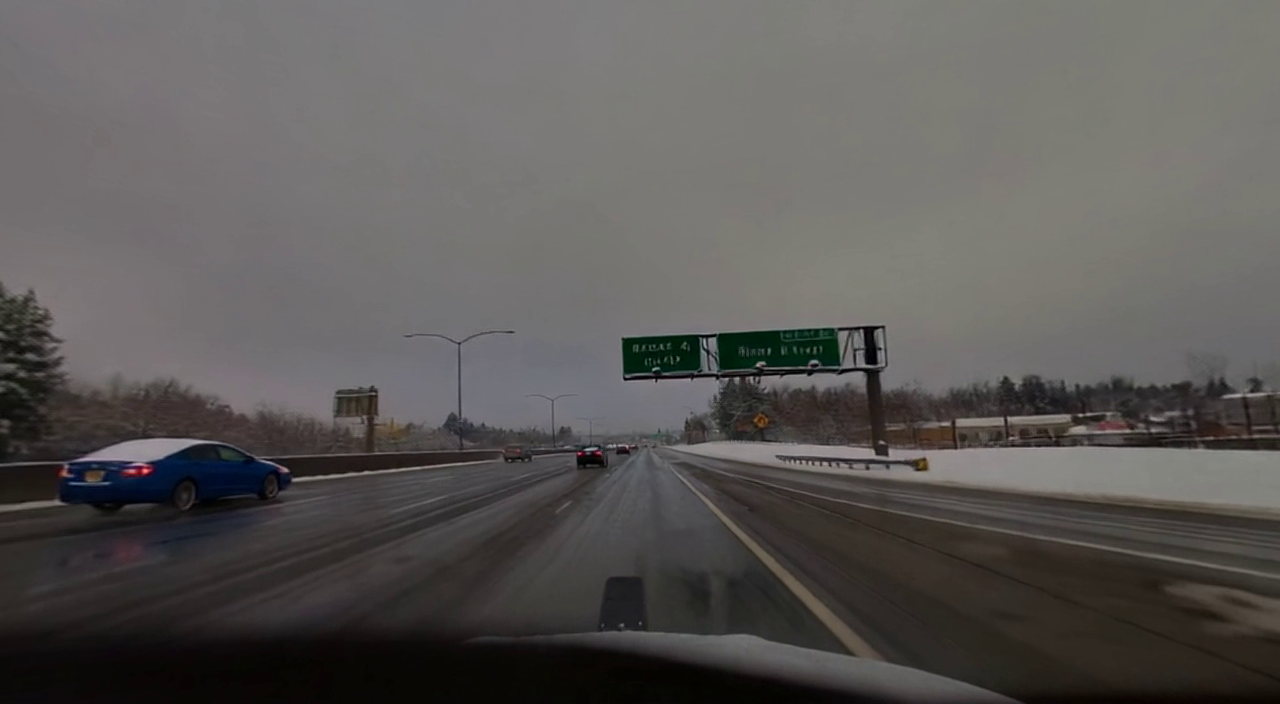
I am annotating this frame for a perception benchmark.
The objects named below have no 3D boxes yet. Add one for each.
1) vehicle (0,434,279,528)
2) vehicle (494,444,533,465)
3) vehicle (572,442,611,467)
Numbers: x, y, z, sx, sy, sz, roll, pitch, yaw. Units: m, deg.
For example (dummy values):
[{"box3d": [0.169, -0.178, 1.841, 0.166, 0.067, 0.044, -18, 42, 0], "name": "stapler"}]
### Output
[{"box3d": [-9.837, 2.484, 12.832, 2.002, 1.526, 4.822, 0, -8, 2], "name": "vehicle"}, {"box3d": [-9.358, 7.573, 46.945, 1.930, 1.490, 3.955, 0, -8, 2], "name": "vehicle"}, {"box3d": [-2.944, 6.364, 39.330, 2.050, 1.479, 4.342, 0, -8, 1], "name": "vehicle"}]
